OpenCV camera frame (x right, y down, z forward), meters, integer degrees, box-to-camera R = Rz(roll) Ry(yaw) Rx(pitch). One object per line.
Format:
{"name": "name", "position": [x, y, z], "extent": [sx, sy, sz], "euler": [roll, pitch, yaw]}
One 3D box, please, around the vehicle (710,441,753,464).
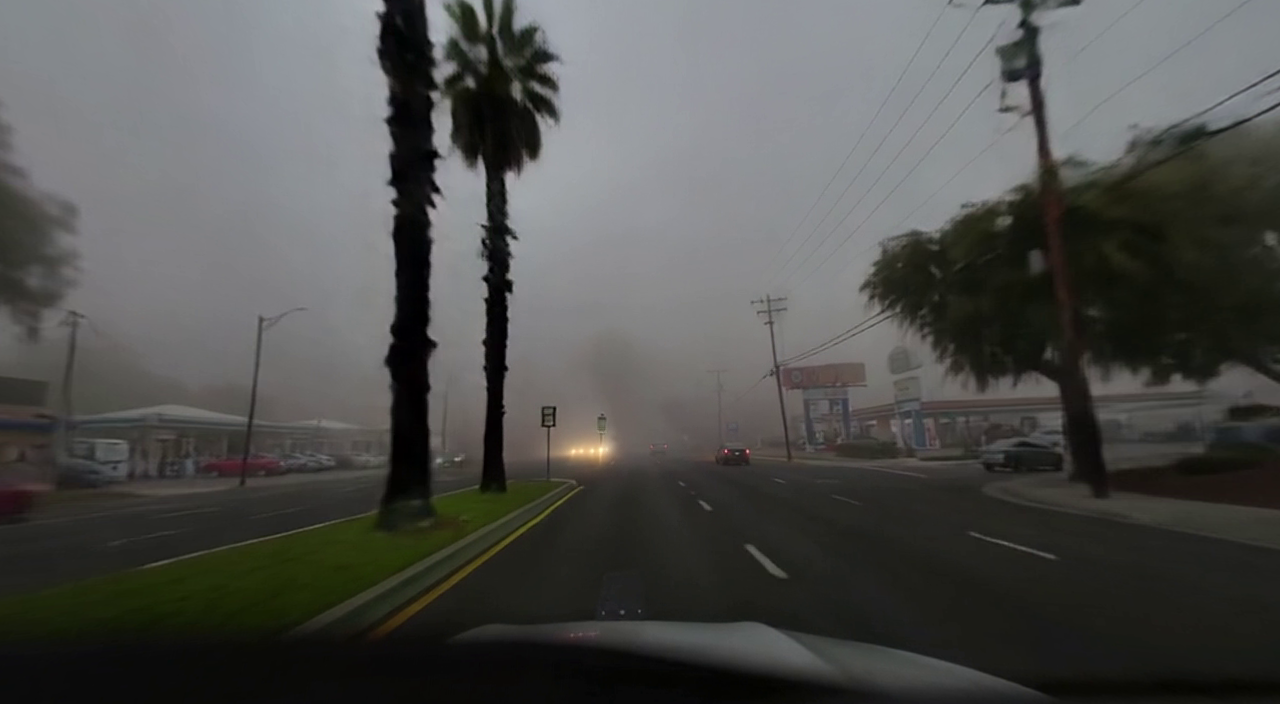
{"name": "vehicle", "position": [6.298, 6.979, 43.973], "extent": [2.261, 1.479, 4.403], "euler": [0, -9, -2]}

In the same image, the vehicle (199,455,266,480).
{"name": "vehicle", "position": [-30.766, 8.700, 47.877], "extent": [1.993, 1.737, 4.539], "euler": [0, -9, 0]}

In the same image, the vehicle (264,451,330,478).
{"name": "vehicle", "position": [-25.735, 8.408, 47.607], "extent": [2.056, 1.890, 5.063], "euler": [0, -9, 1]}
